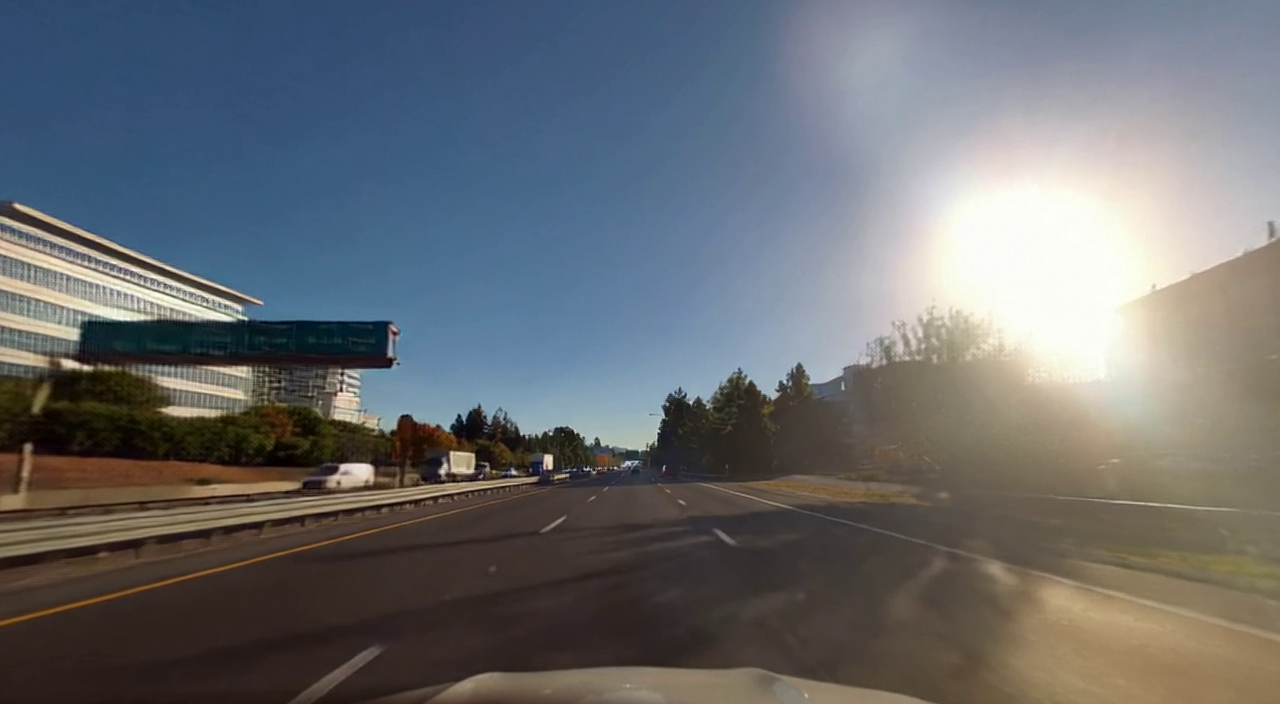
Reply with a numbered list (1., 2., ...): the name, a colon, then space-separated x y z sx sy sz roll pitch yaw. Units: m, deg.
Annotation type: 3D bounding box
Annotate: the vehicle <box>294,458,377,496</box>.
1. vehicle: -16.322 6.727 34.134 2.023 1.864 4.924 1 -10 0
